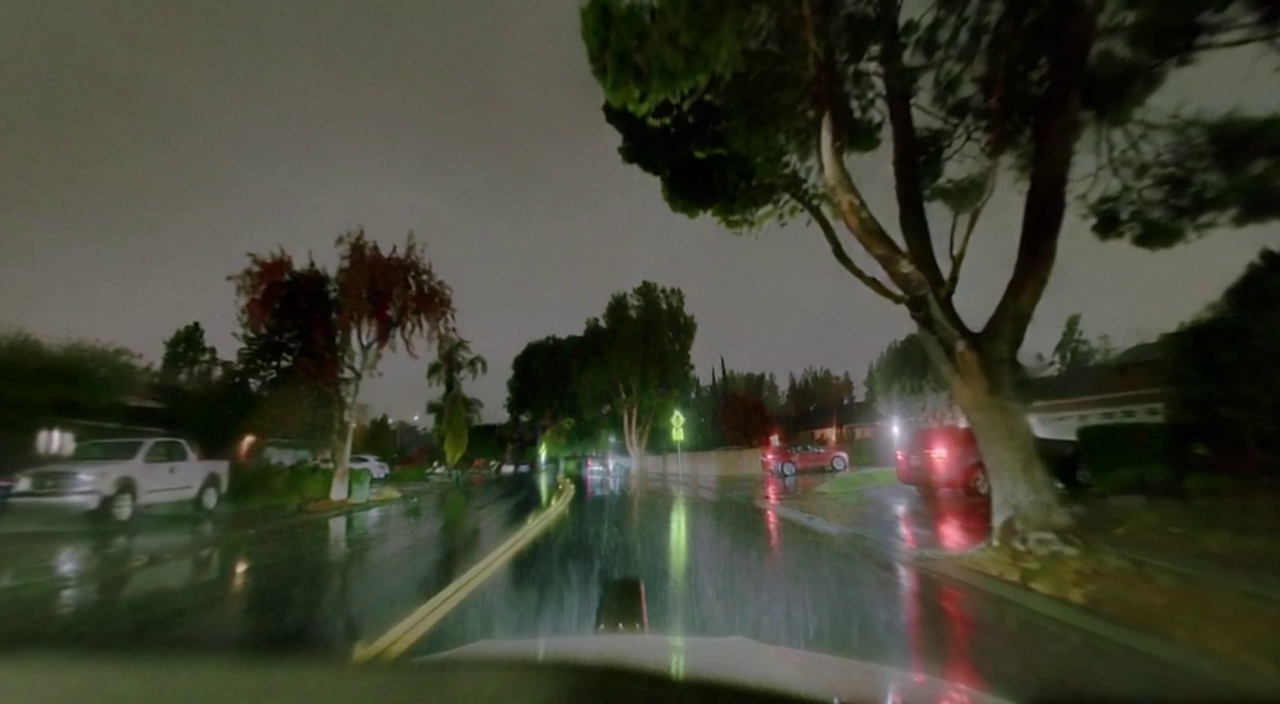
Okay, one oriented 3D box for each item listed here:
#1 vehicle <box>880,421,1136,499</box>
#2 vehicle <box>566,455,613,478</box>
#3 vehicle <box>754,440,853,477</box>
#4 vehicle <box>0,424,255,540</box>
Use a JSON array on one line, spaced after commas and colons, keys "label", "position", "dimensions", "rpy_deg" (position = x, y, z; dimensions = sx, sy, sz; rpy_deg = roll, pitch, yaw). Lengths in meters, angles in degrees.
[{"label": "vehicle", "position": [9.270, 2.665, 16.006], "dimensions": [5.751, 1.733, 2.138], "rpy_deg": [2, -9, -17]}, {"label": "vehicle", "position": [-3.844, 8.476, 46.993], "dimensions": [2.181, 1.494, 5.023], "rpy_deg": [3, -9, -20]}, {"label": "vehicle", "position": [8.056, 5.226, 31.193], "dimensions": [4.284, 1.522, 1.893], "rpy_deg": [0, -8, -19]}, {"label": "vehicle", "position": [-10.276, 2.522, 13.031], "dimensions": [2.073, 1.899, 4.869], "rpy_deg": [1, -8, -7]}]
